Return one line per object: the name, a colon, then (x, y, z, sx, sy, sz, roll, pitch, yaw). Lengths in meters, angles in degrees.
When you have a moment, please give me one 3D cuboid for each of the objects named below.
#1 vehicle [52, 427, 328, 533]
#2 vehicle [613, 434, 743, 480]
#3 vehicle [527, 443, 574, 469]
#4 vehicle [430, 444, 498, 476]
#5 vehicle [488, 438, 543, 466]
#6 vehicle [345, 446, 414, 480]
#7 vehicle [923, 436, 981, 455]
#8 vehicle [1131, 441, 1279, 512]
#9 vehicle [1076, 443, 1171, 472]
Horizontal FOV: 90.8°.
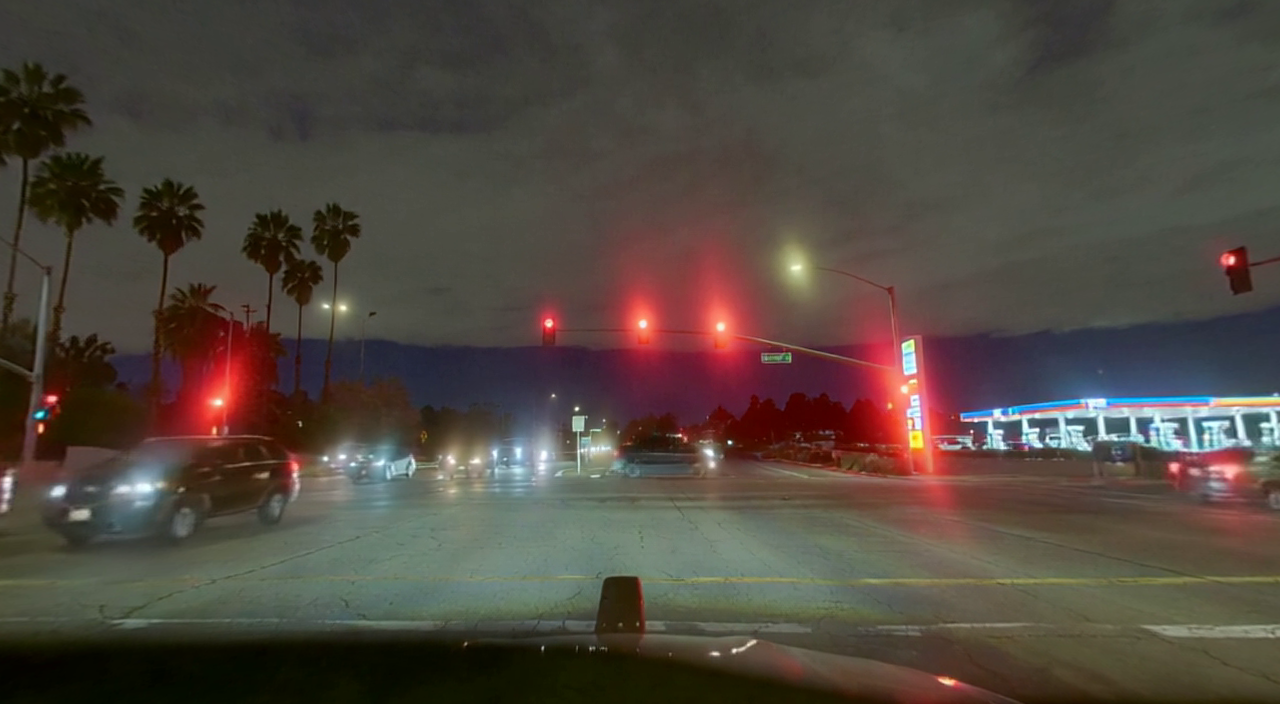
vehicle: (-8.446, 2.418, 12.577, 2.124, 1.701, 4.551, 0, -9, 0)
vehicle: (1.494, 4.122, 24.899, 4.892, 1.719, 1.929, -1, -9, 5)
vehicle: (-5.398, 6.337, 38.713, 2.079, 1.490, 5.064, 0, -9, 1)
vehicle: (-8.751, 5.421, 31.927, 2.034, 1.510, 4.647, 0, -9, 1)
vehicle: (-8.738, 7.101, 44.993, 2.609, 1.865, 5.875, 0, -9, 1)
vehicle: (-11.972, 5.099, 29.247, 1.633, 1.460, 3.540, 0, -9, 0)
vehicle: (22.529, 6.760, 45.662, 3.356, 1.395, 1.559, 0, -9, -1)
vehicle: (14.194, 2.751, 14.165, 4.579, 1.464, 1.983, 0, -9, 3)
vehicle: (24.253, 5.296, 31.740, 3.474, 1.376, 1.538, 0, -9, -2)
